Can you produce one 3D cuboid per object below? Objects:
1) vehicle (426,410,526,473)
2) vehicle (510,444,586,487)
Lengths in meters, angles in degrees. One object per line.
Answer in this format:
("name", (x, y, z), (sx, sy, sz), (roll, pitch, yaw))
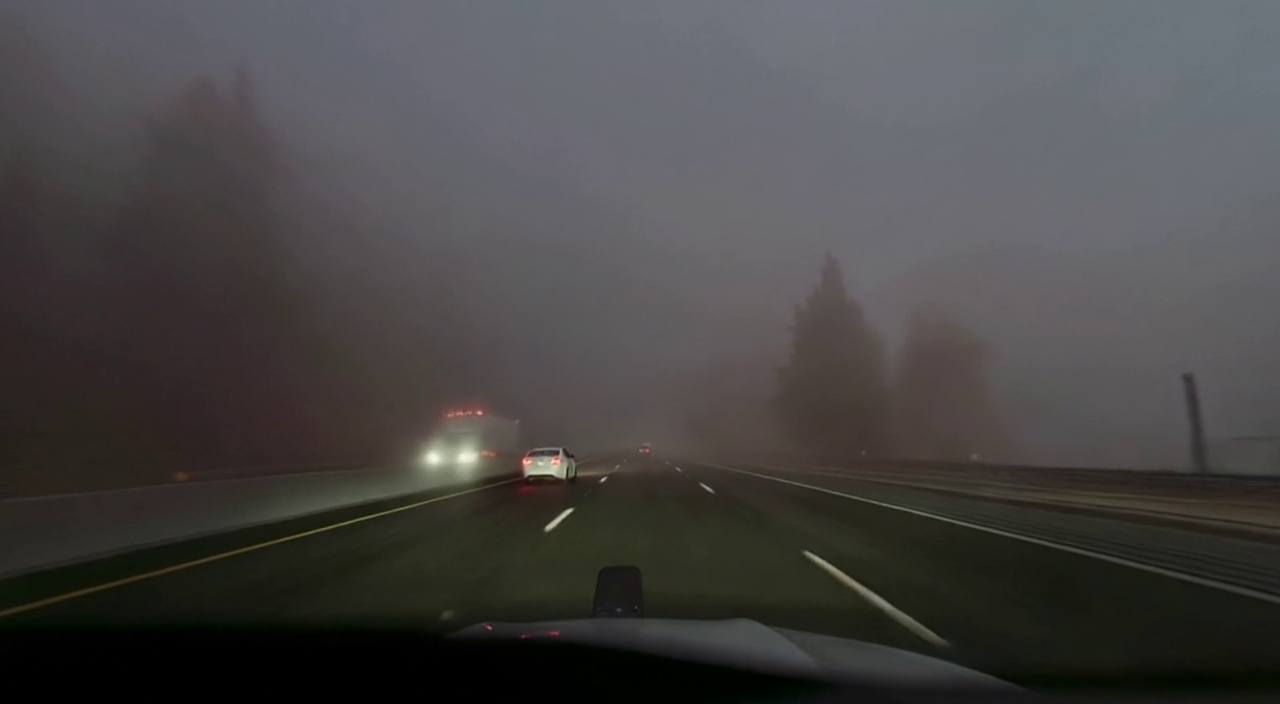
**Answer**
("vehicle", (-10.567, 6.131, 42.619), (3.090, 3.520, 13.662), (-1, -9, 0))
("vehicle", (-3.438, 4.342, 24.439), (2.162, 1.493, 4.583), (-1, -9, 1))
